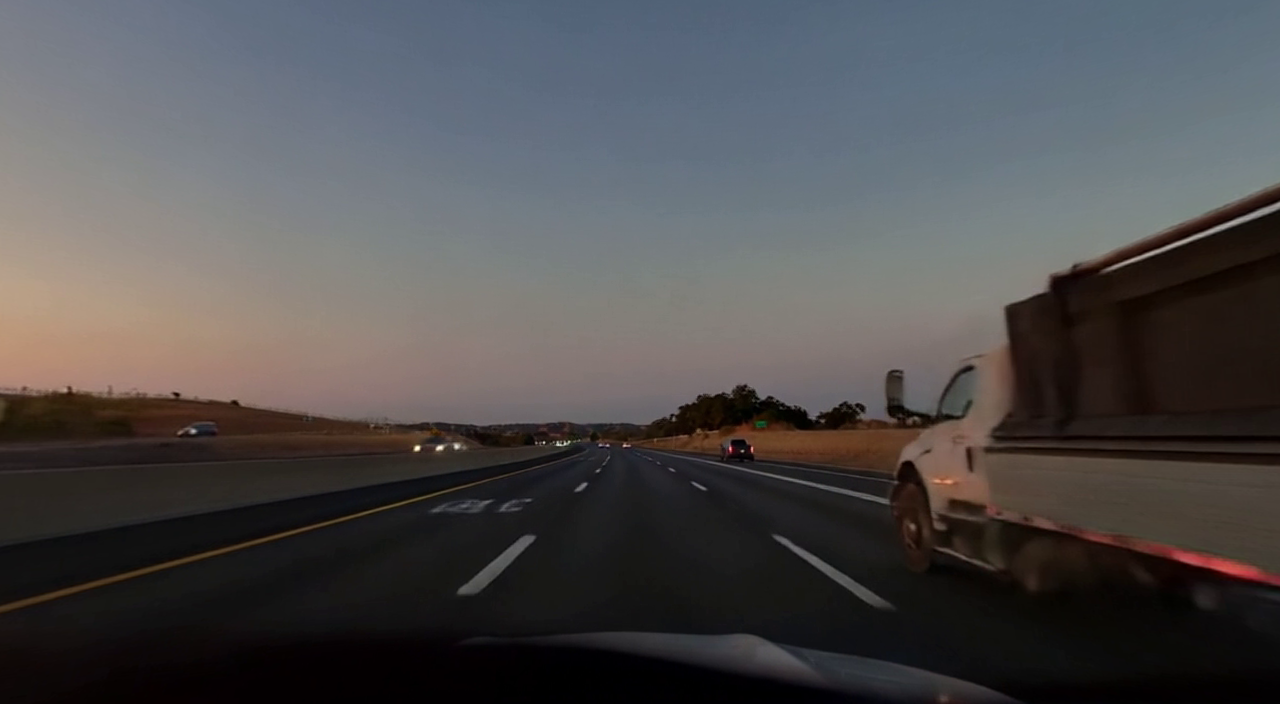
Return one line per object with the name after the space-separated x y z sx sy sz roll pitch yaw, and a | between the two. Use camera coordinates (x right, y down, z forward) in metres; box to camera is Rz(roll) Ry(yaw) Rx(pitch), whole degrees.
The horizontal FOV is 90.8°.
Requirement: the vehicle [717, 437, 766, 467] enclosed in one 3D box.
6.228 6.195 39.221 2.104 1.723 4.538 0 -9 -2 | vehicle

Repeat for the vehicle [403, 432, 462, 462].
-14.529 6.679 44.599 2.499 1.964 5.176 0 -9 -2 | vehicle

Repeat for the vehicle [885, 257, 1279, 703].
3.800 0.643 1.942 2.981 2.053 7.897 0 -9 0 | vehicle
